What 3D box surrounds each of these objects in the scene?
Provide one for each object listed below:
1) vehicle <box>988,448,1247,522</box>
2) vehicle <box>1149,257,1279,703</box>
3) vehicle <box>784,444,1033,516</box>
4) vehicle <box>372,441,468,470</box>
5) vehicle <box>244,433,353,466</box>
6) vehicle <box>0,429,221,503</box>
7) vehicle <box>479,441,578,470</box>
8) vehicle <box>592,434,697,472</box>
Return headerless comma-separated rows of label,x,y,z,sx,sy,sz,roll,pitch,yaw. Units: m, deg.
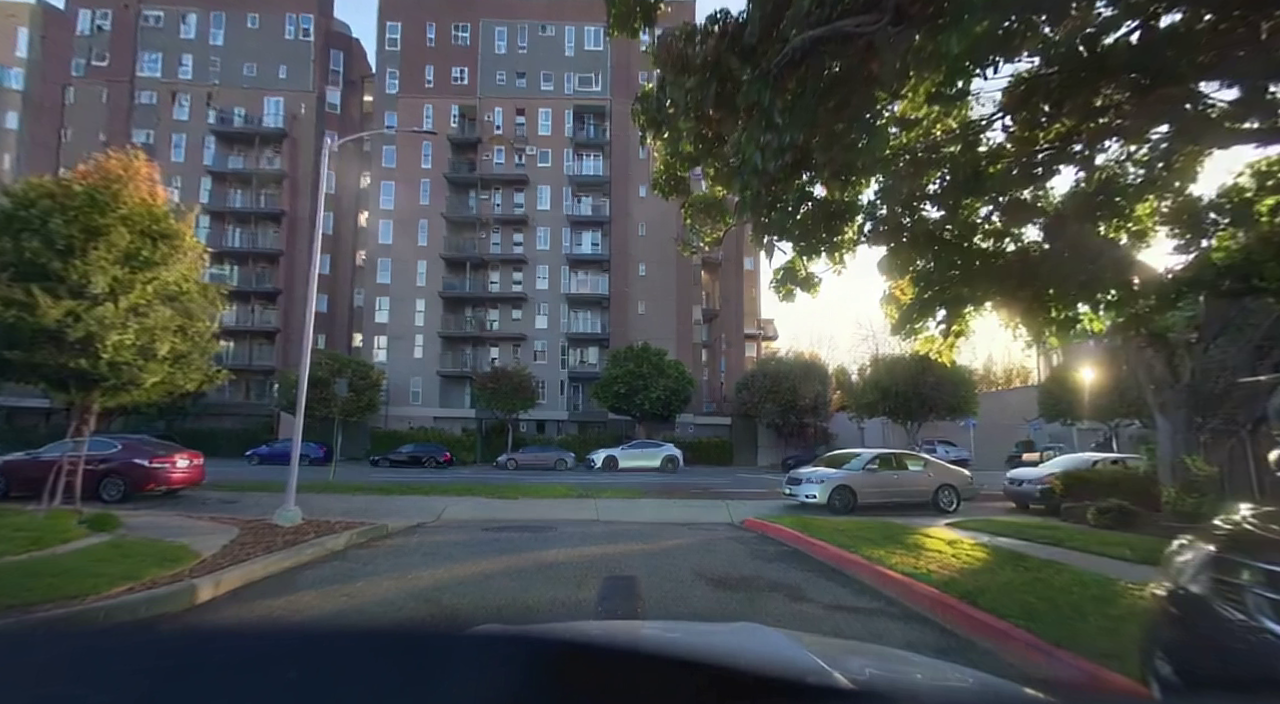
vehicle,10.621,2.950,14.339,4.163,1.500,2.076,0,-8,-1
vehicle,4.774,0.530,1.143,5.606,1.882,2.448,0,-8,-2
vehicle,5.844,2.840,14.301,4.714,1.471,1.978,-1,-8,2
vehicle,-11.323,5.319,32.718,4.336,1.438,1.776,0,-8,-3
vehicle,-17.474,5.004,32.488,4.426,1.641,1.889,0,-8,-5
vehicle,-12.432,2.553,14.364,4.359,1.519,1.964,0,-8,-1
vehicle,-5.706,5.376,32.843,4.851,1.339,1.785,-1,-11,-2
vehicle,0.147,5.258,32.960,5.299,1.860,2.098,1,-8,-5
